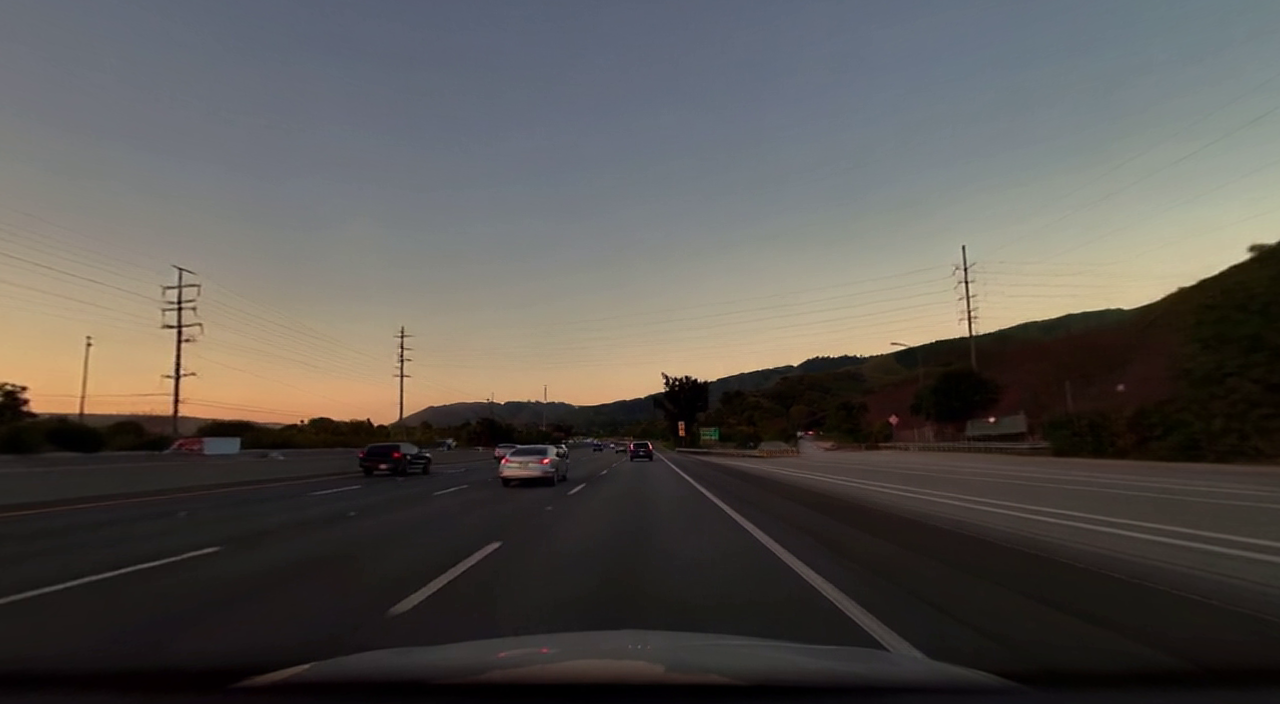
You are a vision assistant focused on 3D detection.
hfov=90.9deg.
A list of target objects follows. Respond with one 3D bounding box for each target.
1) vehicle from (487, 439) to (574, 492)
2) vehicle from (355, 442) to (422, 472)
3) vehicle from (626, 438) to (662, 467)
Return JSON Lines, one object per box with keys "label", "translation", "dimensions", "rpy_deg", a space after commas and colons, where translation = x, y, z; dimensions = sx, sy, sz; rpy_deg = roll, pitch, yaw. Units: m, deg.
{"label": "vehicle", "translation": [-3.490, 3.717, 21.066], "dimensions": [1.967, 1.517, 4.808], "rpy_deg": [0, -8, 1]}
{"label": "vehicle", "translation": [-14.356, 6.008, 36.334], "dimensions": [2.047, 1.608, 4.257], "rpy_deg": [-1, -8, 1]}
{"label": "vehicle", "translation": [0.254, 6.547, 41.228], "dimensions": [2.194, 1.737, 4.127], "rpy_deg": [0, -8, 0]}
